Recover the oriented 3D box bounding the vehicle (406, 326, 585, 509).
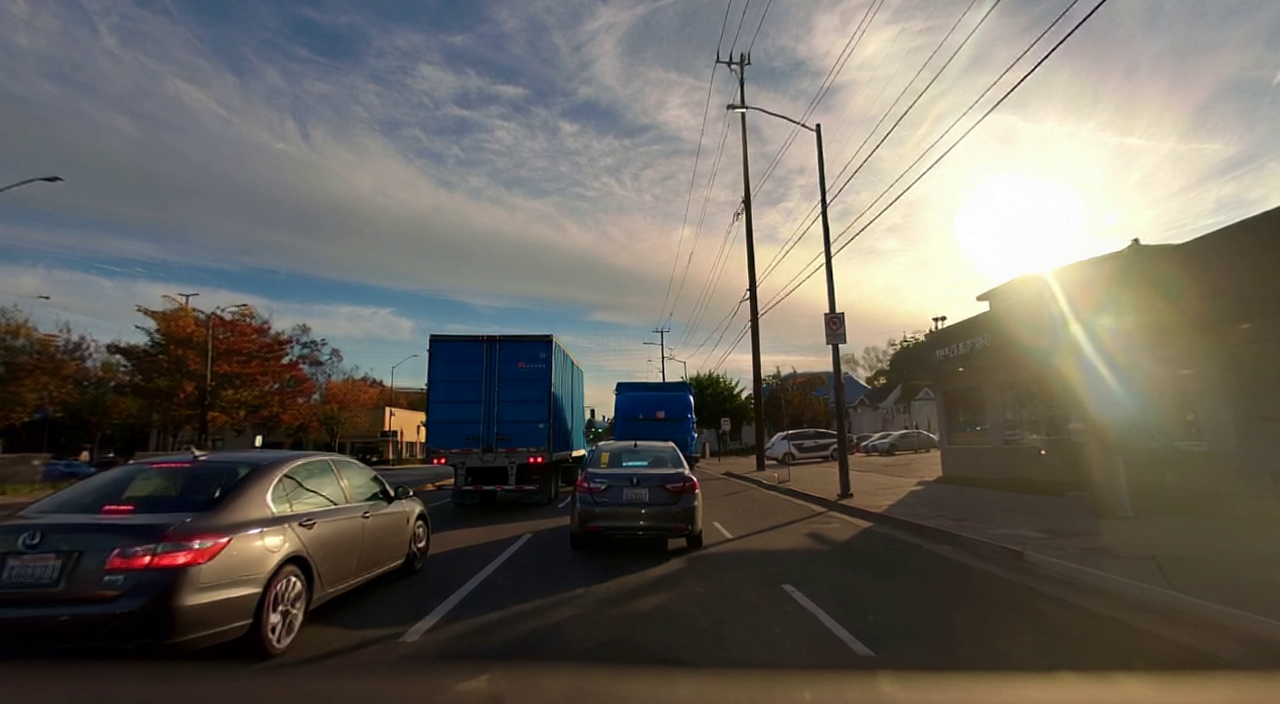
[{"bbox_3d":[-3.279,1.843,16.626,3.020,3.800,7.105,0,-8,0],"label":"vehicle"}]

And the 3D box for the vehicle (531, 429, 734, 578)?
[{"bbox_3d":[-0.116,1.854,8.541,2.067,1.506,4.118,0,-8,-1],"label":"vehicle"}]

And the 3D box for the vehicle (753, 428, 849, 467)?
[{"bbox_3d":[8.171,4.910,32.408,2.061,1.845,4.829,4,-9,-27],"label":"vehicle"}]

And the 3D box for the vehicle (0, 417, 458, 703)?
[{"bbox_3d":[-3.084,1.352,4.987,1.969,1.471,4.378,0,-8,0],"label":"vehicle"}]

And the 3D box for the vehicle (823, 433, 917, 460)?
[{"bbox_3d":[12.919,5.339,35.501,4.574,1.478,1.880,0,-8,2],"label":"vehicle"}]
